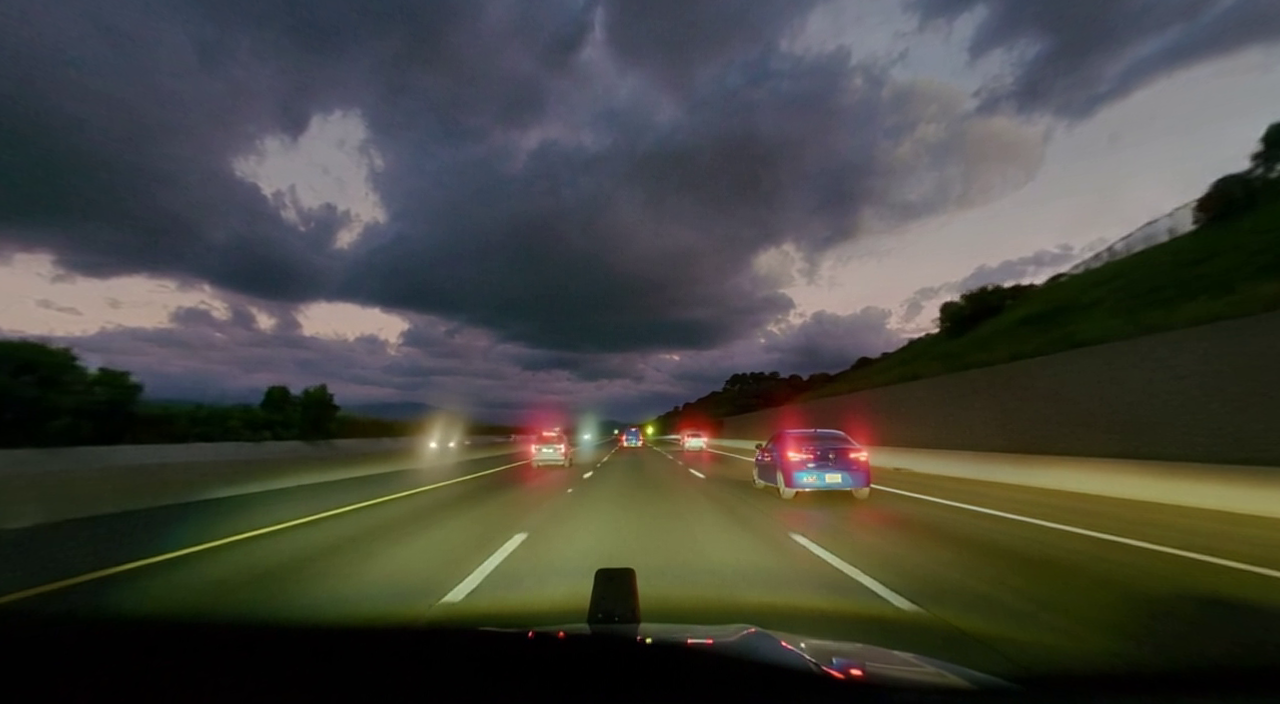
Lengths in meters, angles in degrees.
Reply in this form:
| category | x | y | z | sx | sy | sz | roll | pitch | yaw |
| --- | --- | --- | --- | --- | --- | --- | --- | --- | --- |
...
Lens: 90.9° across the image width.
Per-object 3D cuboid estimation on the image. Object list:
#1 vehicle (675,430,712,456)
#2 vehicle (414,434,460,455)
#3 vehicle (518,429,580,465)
| category | x | y | z | sx | sy | sz | roll | pitch | yaw |
| --- | --- | --- | --- | --- | --- | --- | --- | --- | --- |
| vehicle | 3.258 | 5.603 | 38.934 | 1.806 | 1.469 | 3.681 | 0 | -8 | -2 |
| vehicle | -15.324 | 6.964 | 47.774 | 2.044 | 1.532 | 4.528 | 0 | -8 | 0 |
| vehicle | -4.024 | 4.257 | 28.529 | 2.204 | 1.486 | 4.121 | 0 | -8 | 0 |
